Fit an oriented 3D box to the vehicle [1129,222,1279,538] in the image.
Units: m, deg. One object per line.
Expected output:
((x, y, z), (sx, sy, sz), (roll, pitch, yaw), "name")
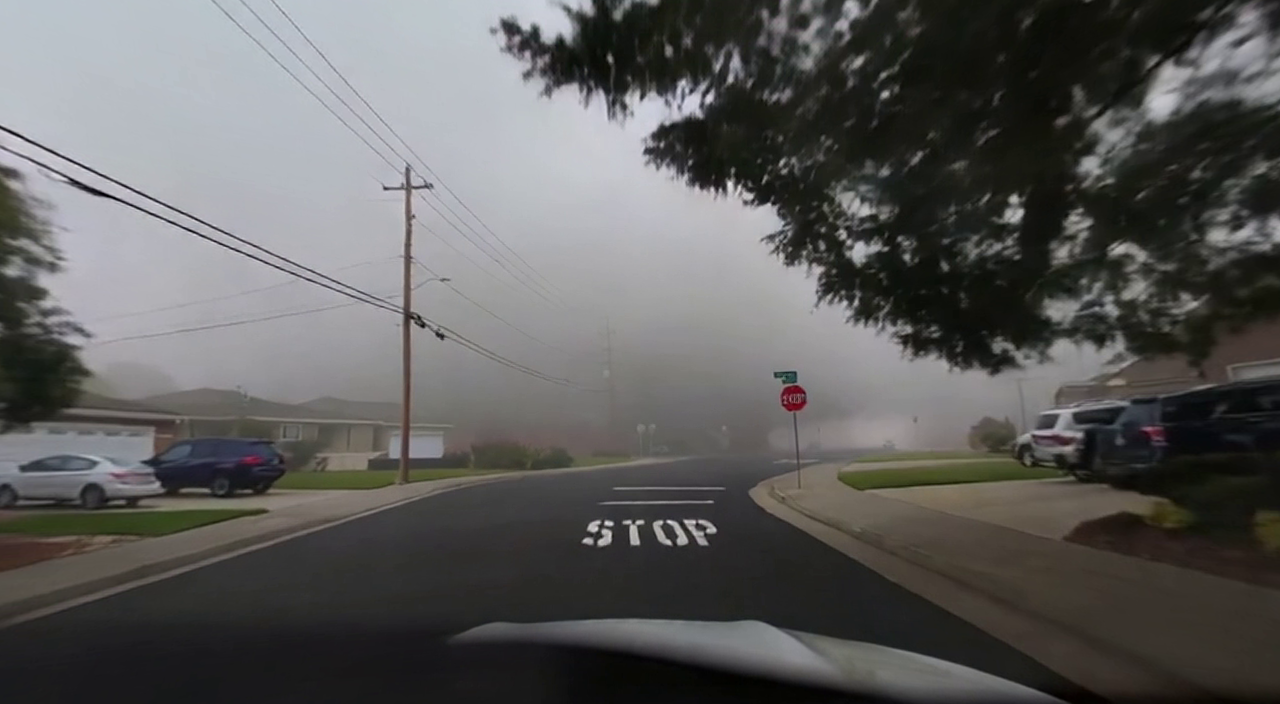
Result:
((10.770, 0.316, 6.359), (8.828, 3.111, 3.352), (0, -7, 0), "vehicle")

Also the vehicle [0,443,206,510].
((-13.371, 2.995, 15.448), (4.103, 1.498, 1.909), (0, -8, 2), "vehicle")

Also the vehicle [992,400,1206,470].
((12.312, 2.291, 17.285), (4.180, 1.759, 1.940), (-2, -8, 11), "vehicle")

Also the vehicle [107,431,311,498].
((-12.548, 3.278, 18.664), (4.484, 1.852, 2.009), (0, -8, -1), "vehicle")
